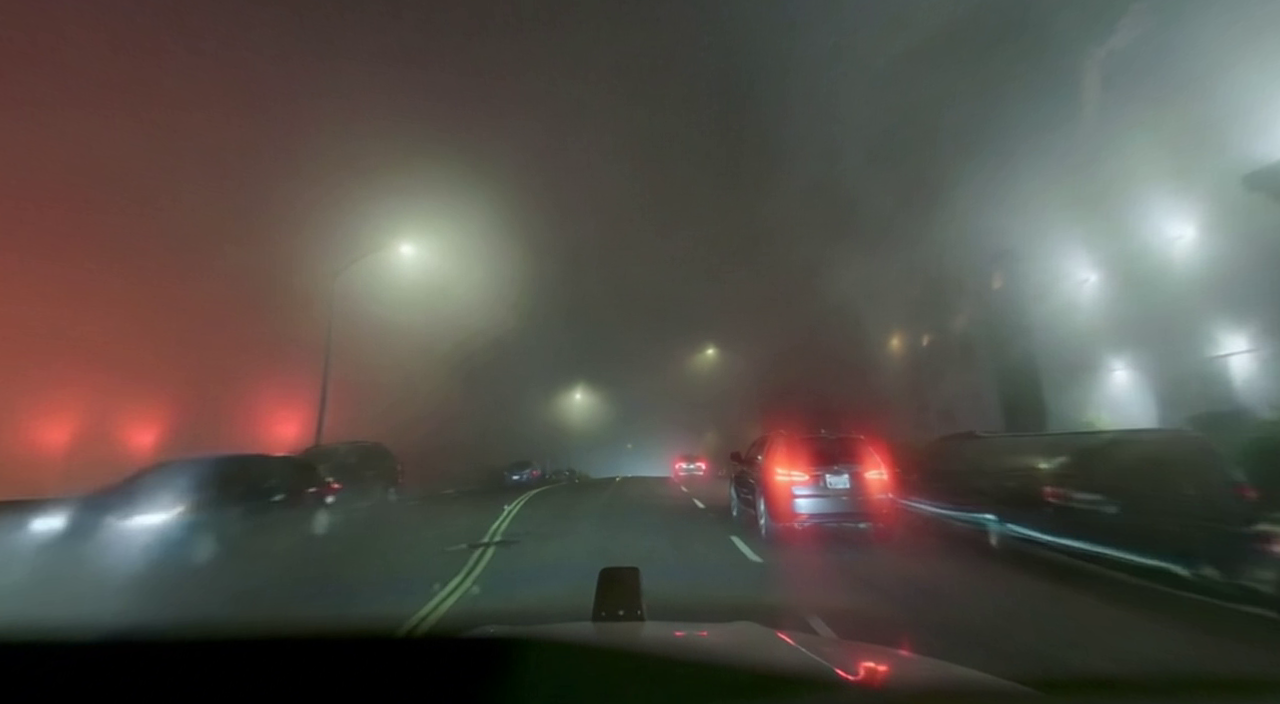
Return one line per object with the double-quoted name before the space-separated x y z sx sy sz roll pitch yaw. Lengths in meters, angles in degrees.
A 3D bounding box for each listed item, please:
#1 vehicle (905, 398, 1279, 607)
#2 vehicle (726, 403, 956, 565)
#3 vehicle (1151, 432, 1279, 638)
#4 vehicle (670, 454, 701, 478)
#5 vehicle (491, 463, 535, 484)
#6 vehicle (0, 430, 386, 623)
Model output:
"vehicle" 5.694 1.808 8.563 2.111 2.007 4.761 0 -9 0
"vehicle" 2.636 1.855 9.571 1.995 1.858 4.333 0 -9 0
"vehicle" 5.447 1.012 2.742 2.166 1.399 5.177 0 -8 0
"vehicle" 3.325 8.496 47.156 2.196 1.655 3.939 -1 -9 3
"vehicle" -9.197 8.879 46.295 2.118 1.305 4.687 -2 -9 2
"vehicle" -5.162 1.733 7.442 2.153 1.469 4.939 -1 -9 2
